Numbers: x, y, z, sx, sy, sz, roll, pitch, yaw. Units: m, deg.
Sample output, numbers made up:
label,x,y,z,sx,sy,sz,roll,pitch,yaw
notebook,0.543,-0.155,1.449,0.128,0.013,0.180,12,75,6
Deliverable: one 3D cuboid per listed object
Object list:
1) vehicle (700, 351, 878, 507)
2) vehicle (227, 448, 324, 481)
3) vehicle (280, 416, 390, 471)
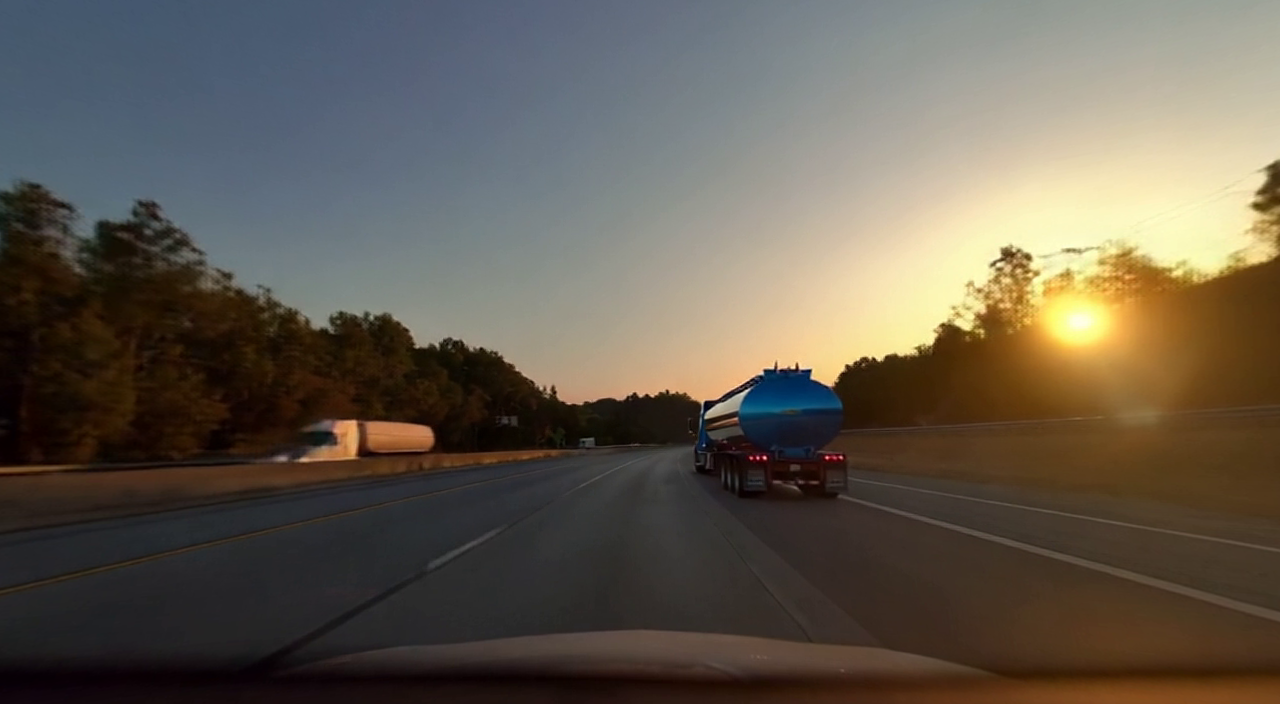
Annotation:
label,x,y,z,sx,sy,sz,roll,pitch,yaw
vehicle,4.133,2.834,21.864,2.880,3.624,14.397,0,-8,1
vehicle,-20.240,6.236,35.315,2.036,1.631,5.277,-1,-8,3
vehicle,-23.476,7.194,49.501,2.850,3.875,10.156,-1,-8,4
